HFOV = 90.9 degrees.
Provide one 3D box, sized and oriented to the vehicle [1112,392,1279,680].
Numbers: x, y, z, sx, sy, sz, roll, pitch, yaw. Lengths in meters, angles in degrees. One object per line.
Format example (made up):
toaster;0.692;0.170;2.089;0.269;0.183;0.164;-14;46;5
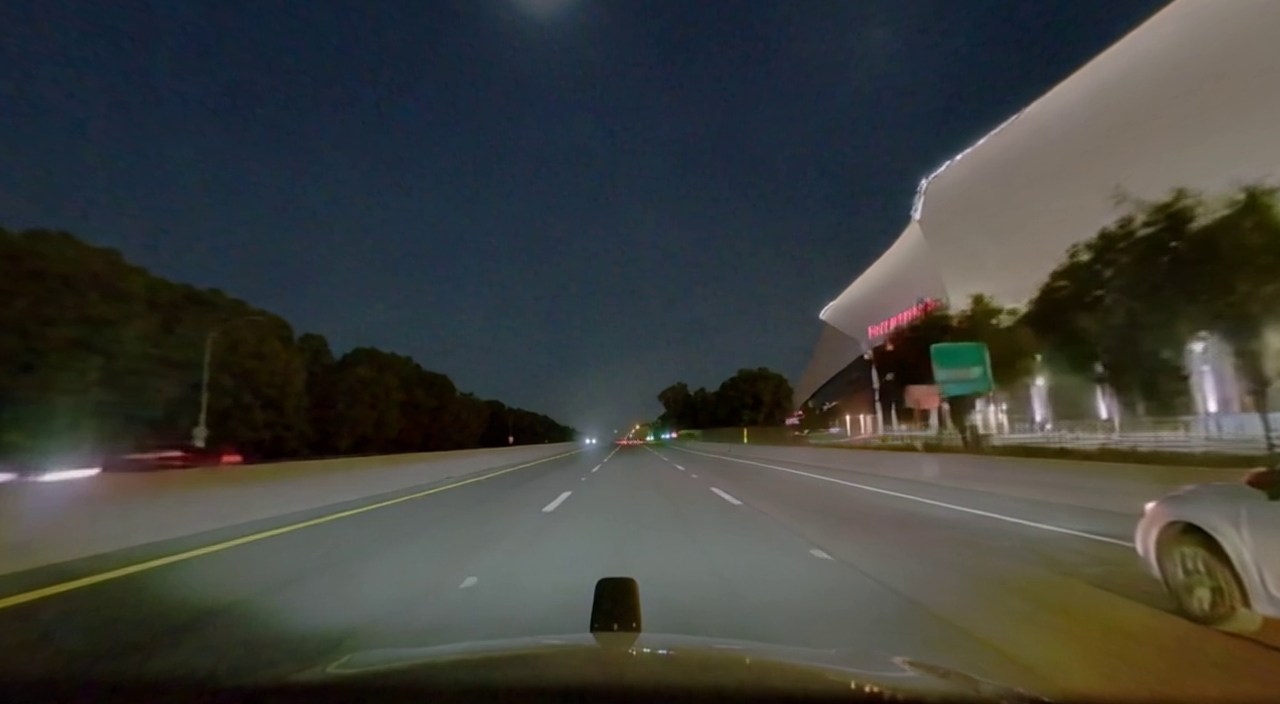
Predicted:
vehicle;4.627;0.861;2.328;2.095;1.587;4.638;0;-8;-1

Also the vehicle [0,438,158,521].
vehicle;-12.313;2.459;12.648;1.902;1.454;4.229;0;-8;0
